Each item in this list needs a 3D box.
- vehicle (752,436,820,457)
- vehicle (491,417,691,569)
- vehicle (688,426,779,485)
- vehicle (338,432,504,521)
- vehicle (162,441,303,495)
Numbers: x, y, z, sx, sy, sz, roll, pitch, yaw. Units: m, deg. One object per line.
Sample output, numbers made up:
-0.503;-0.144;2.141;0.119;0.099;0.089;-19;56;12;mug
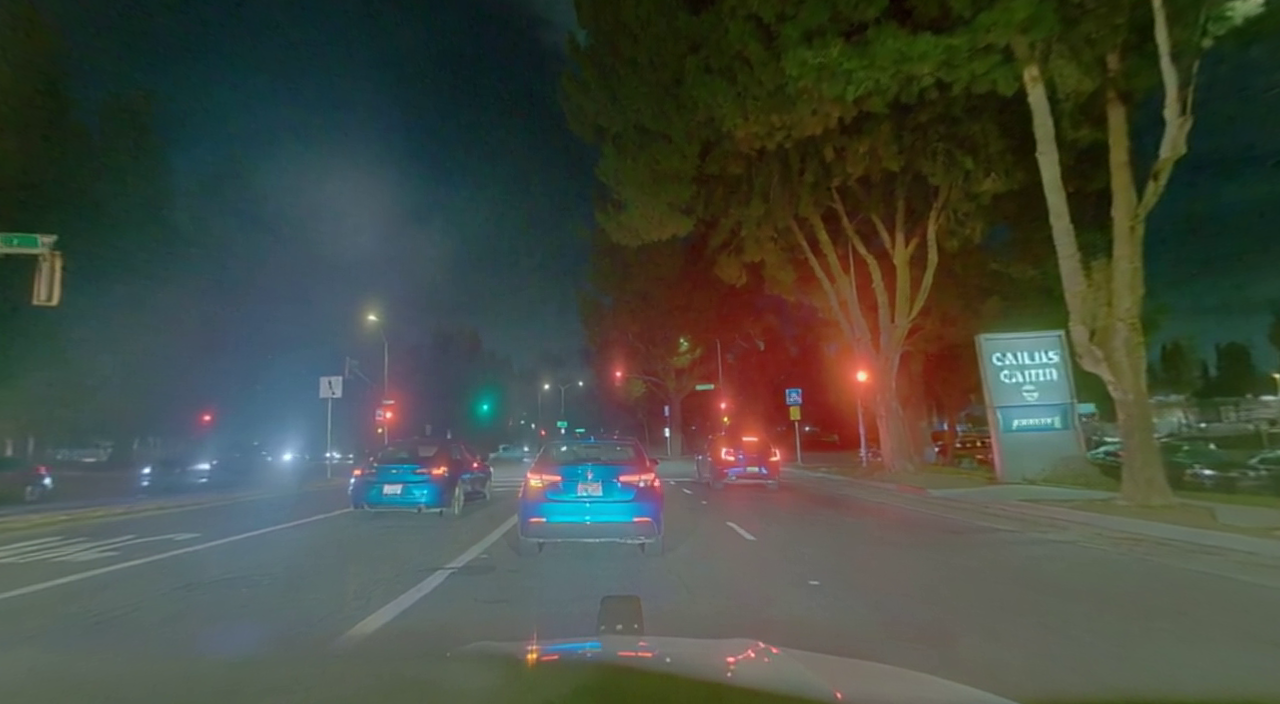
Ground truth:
10.574;6.884;45.938;4.428;1.478;1.772;0;-9;-3;vehicle
-0.628;1.762;8.657;2.045;1.533;4.183;0;-8;-4;vehicle
2.881;3.317;20.457;2.028;1.678;4.220;0;-8;-4;vehicle
-4.020;2.334;12.349;1.998;1.452;3.773;0;-8;-2;vehicle
-13.304;3.774;20.980;1.954;1.583;4.175;0;-8;-2;vehicle
